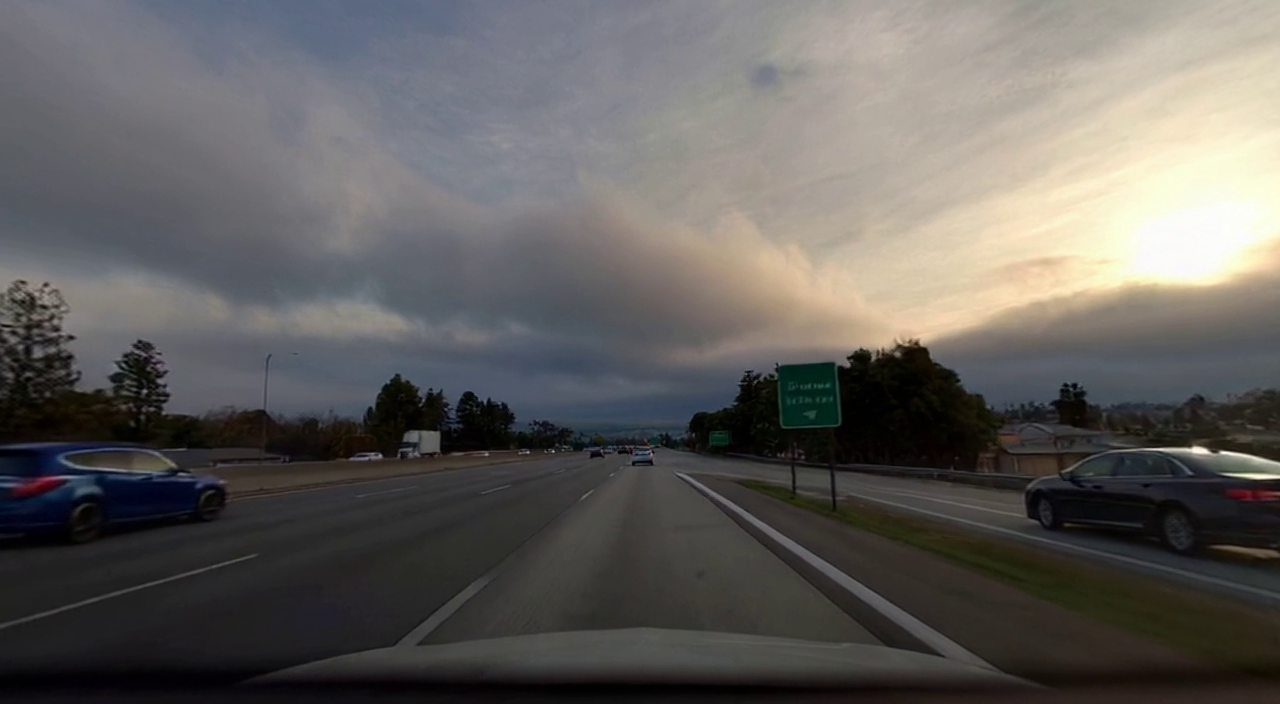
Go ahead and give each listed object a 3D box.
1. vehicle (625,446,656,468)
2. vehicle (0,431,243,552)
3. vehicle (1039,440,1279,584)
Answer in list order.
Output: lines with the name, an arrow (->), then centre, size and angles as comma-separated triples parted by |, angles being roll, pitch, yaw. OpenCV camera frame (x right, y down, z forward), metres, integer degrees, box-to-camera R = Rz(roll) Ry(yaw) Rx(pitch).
vehicle -> 0.015, 7.226, 43.528 | 2.051, 1.443, 3.770 | 0, -8, 0
vehicle -> -9.889, 2.381, 11.584 | 2.121, 1.743, 4.673 | 0, -8, 0
vehicle -> 9.935, 2.437, 10.333 | 2.599, 1.962, 5.759 | 1, -8, -6
